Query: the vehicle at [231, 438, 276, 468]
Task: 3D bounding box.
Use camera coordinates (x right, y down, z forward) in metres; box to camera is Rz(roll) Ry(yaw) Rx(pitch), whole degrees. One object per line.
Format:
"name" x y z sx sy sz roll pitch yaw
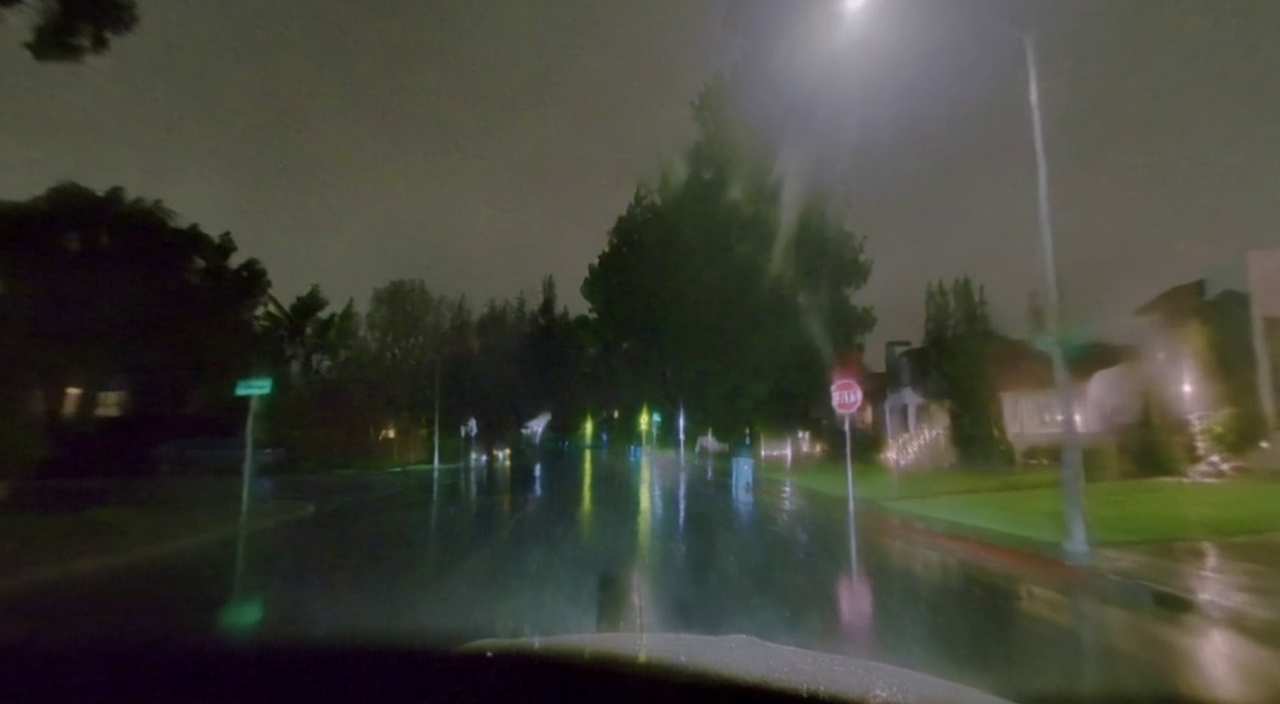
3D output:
"vehicle" -24.585 6.420 40.334 1.973 1.787 5.045 4 -9 -27

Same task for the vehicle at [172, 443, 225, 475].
"vehicle" -25.151 6.068 36.114 1.883 1.687 3.908 4 -9 -27
